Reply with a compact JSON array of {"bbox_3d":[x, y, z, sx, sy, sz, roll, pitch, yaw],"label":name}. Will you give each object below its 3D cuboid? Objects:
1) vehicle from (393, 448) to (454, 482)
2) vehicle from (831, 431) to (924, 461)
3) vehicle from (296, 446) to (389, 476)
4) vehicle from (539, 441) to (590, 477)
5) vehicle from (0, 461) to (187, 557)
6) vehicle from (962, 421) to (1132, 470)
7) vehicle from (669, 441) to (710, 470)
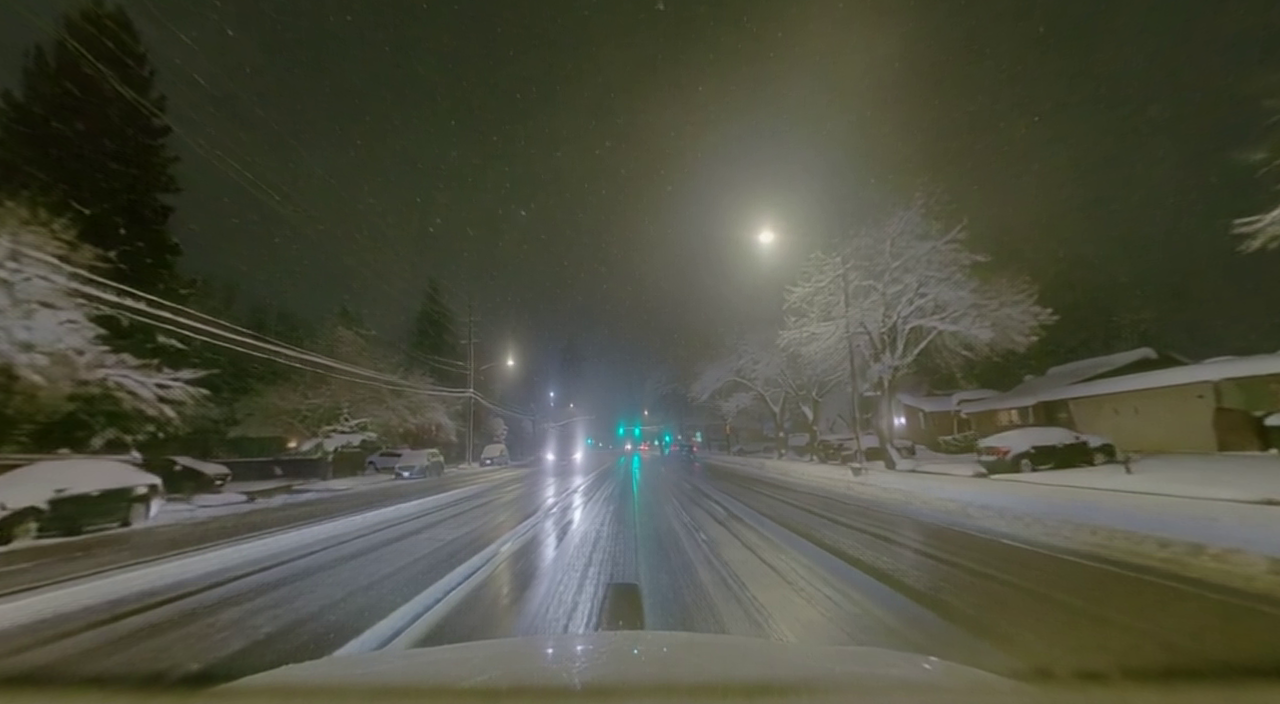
[{"bbox_3d":[-12.017,6.276,35.370,1.822,1.699,4.791,0,-8,-1],"label":"vehicle"},{"bbox_3d":[12.478,4.965,33.404,4.183,1.516,1.884,-1,-8,3],"label":"vehicle"},{"bbox_3d":[-18.966,6.926,40.432,4.837,1.808,2.176,0,-8,-1],"label":"vehicle"},{"bbox_3d":[-3.796,5.457,32.498,2.076,1.688,4.284,0,-8,0],"label":"vehicle"},{"bbox_3d":[-11.429,2.936,12.423,1.851,1.459,4.295,0,-8,0],"label":"vehicle"},{"bbox_3d":[13.008,3.012,20.383,4.237,1.476,1.743,0,-8,1],"label":"vehicle"},{"bbox_3d":[2.889,6.120,37.540,1.983,1.557,4.078,0,-8,-2],"label":"vehicle"}]
